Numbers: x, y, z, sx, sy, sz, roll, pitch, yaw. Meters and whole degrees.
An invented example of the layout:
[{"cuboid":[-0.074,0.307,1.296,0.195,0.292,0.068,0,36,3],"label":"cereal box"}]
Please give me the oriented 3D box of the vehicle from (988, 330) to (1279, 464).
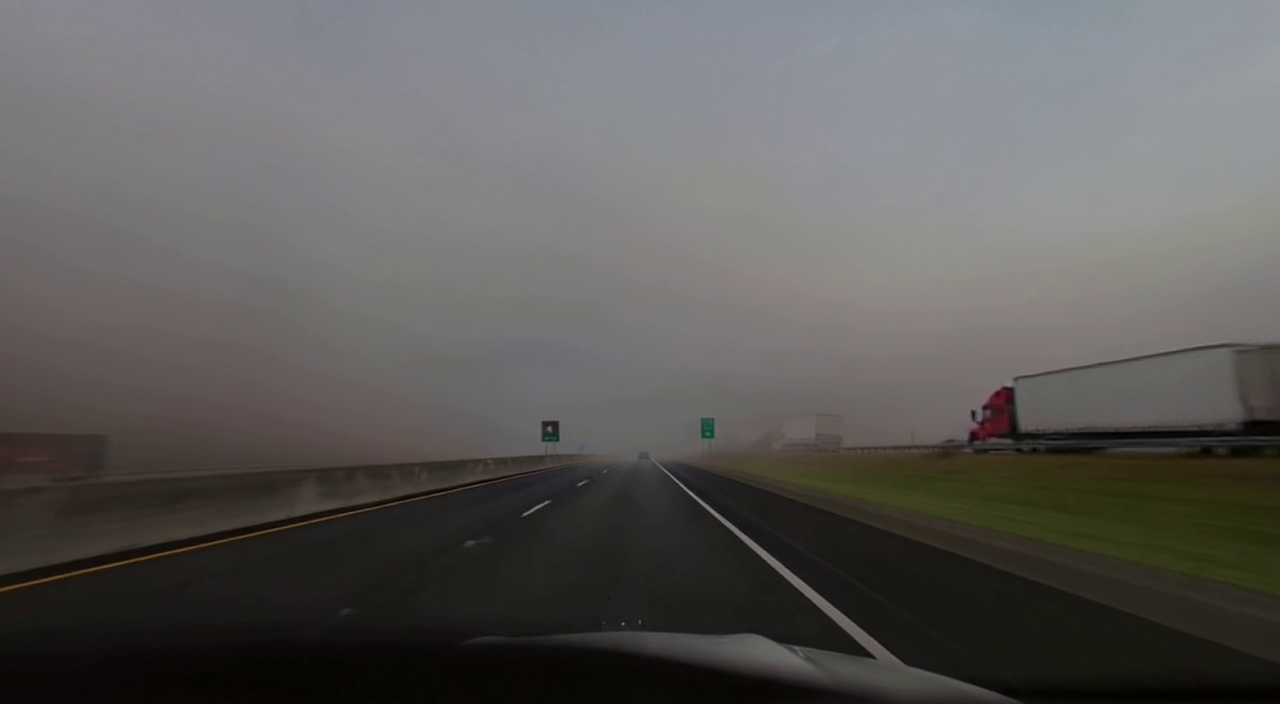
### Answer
[{"cuboid":[20.535,2.605,26.718,2.861,4.047,15.002,-3,-10,0],"label":"vehicle"}]
